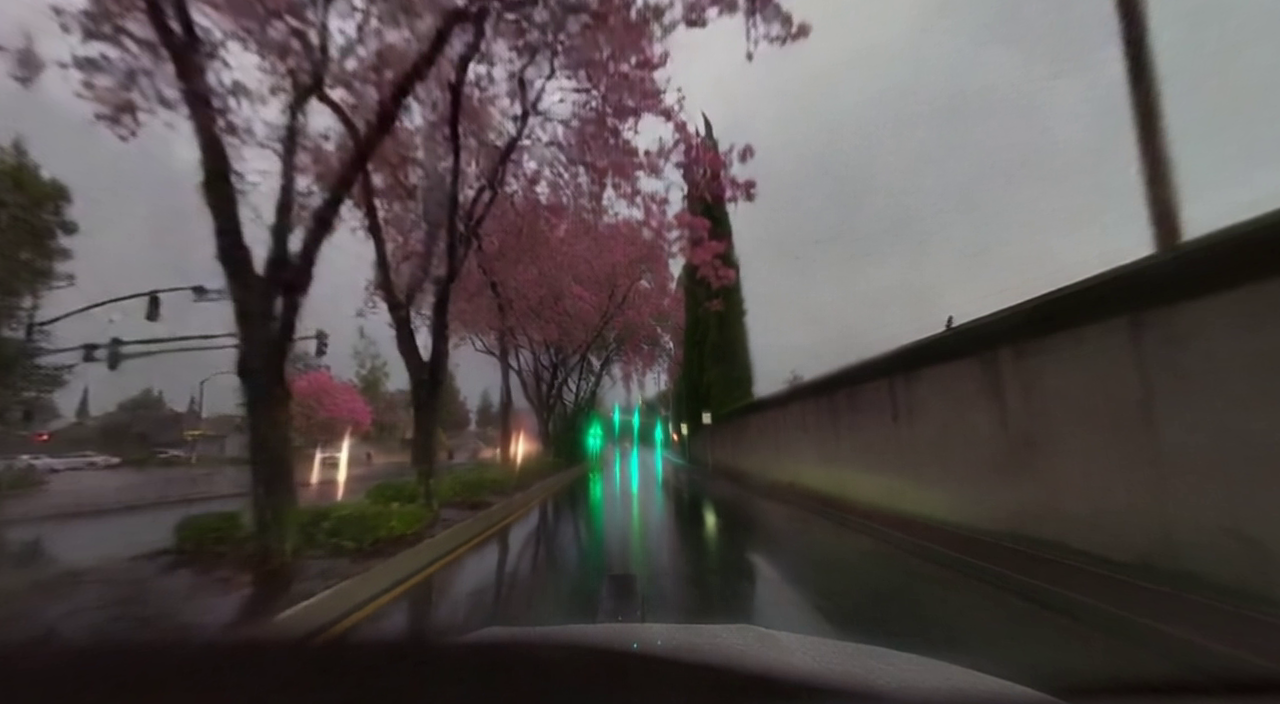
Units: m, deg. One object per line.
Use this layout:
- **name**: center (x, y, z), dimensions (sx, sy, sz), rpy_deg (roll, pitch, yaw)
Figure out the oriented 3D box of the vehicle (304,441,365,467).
- **vehicle**: center (-20.809, 6.963, 43.098), dimensions (1.896, 1.689, 4.599), rpy_deg (0, -8, 0)
